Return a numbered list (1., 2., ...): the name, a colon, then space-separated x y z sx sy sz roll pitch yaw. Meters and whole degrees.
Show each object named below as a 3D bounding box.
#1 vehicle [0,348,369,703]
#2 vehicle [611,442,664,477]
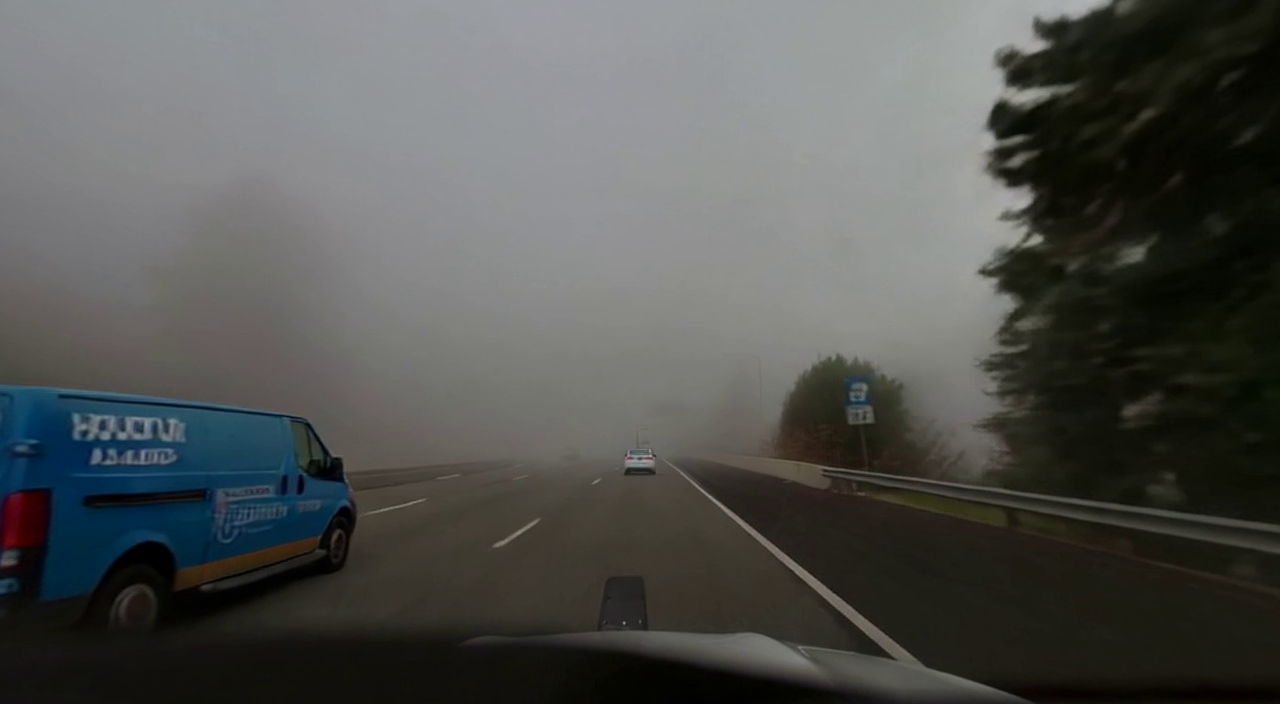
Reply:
1. vehicle: -4.378 1.183 4.994 2.174 1.862 5.012 0 -9 1
2. vehicle: -0.091 4.869 28.747 2.238 1.479 3.672 0 -9 1
